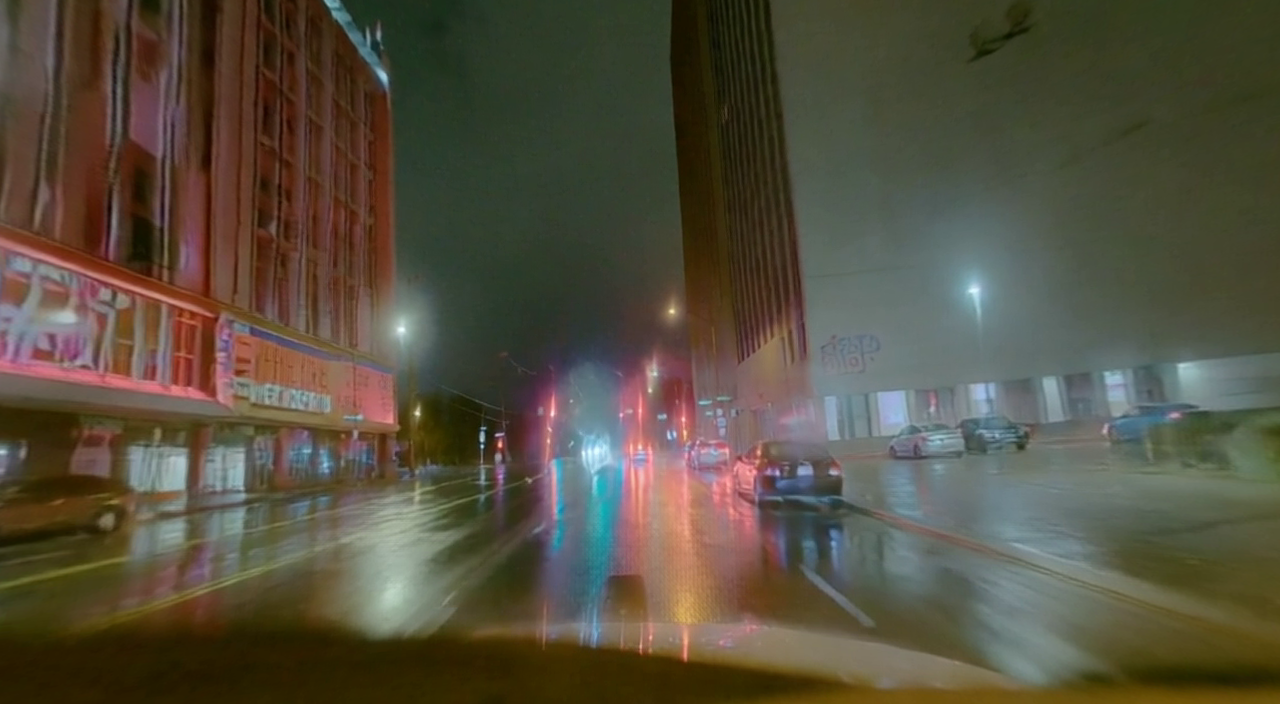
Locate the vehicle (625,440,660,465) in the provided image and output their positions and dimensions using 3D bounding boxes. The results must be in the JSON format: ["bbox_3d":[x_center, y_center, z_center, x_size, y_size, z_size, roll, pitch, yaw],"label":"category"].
[{"bbox_3d":[0.152,6.485,40.743,2.153,1.505,4.452,0,-9,0],"label":"vehicle"}]

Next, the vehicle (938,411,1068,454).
[{"bbox_3d":[13.260,3.048,23.359,1.819,1.450,4.707,0,-9,-3],"label":"vehicle"}]

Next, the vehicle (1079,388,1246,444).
[{"bbox_3d":[18.160,2.359,22.175,2.002,1.731,4.413,0,-9,-1],"label":"vehicle"}]

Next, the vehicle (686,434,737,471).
[{"bbox_3d":[3.519,5.059,31.662,1.938,1.714,4.402,0,-9,-1],"label":"vehicle"}]

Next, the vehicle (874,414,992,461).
[{"bbox_3d":[10.866,3.271,23.791,1.956,1.514,4.862,-1,-9,-2],"label":"vehicle"}]

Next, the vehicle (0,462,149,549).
[{"bbox_3d":[-15.294,3.792,15.154,2.048,1.814,5.998,-8,-9,1],"label":"vehicle"}]

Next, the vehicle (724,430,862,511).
[{"bbox_3d":[3.250,2.626,14.320,2.062,1.535,4.206,0,-9,0],"label":"vehicle"}]

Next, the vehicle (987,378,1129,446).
[{"bbox_3d":[15.560,2.396,23.789,1.969,2.282,4.731,0,-9,-1],"label":"vehicle"}]
